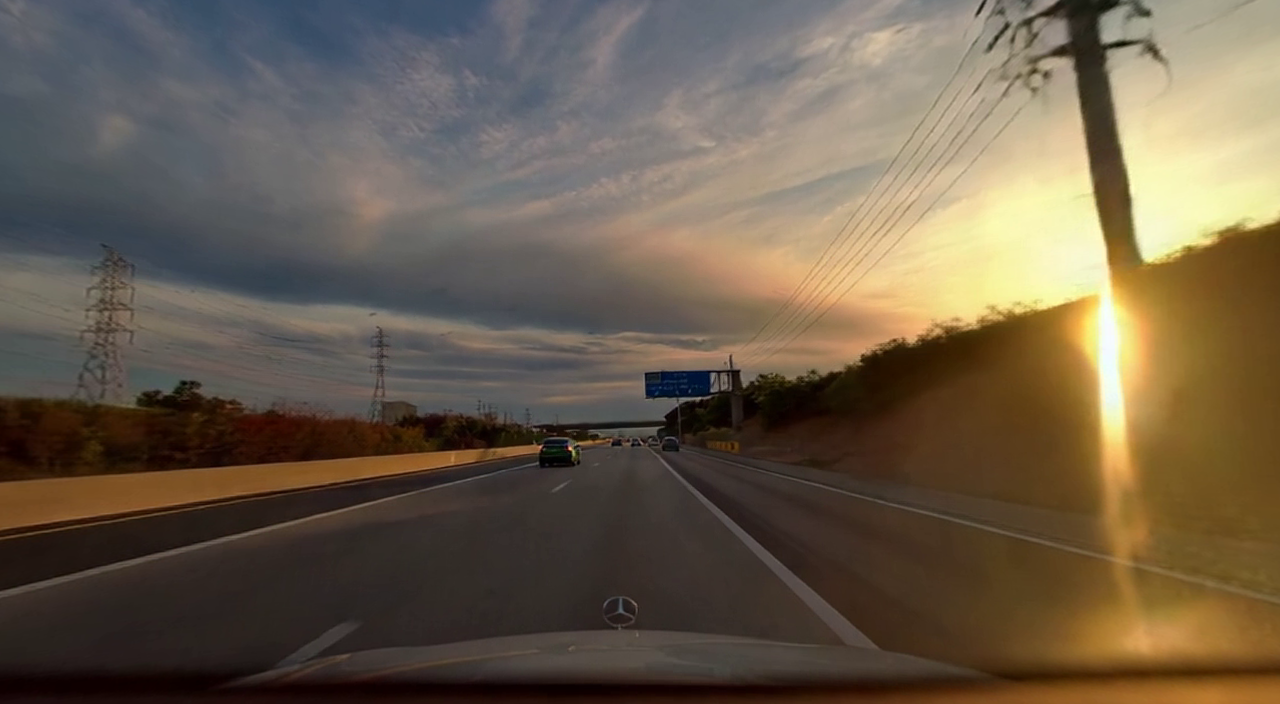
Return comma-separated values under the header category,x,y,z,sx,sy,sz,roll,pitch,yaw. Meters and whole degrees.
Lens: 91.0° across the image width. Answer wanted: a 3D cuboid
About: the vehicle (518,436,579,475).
category,x,y,z,sx,sy,sz,roll,pitch,yaw
vehicle,-4.019,4.610,28.381,2.016,1.543,4.870,0,-8,0
